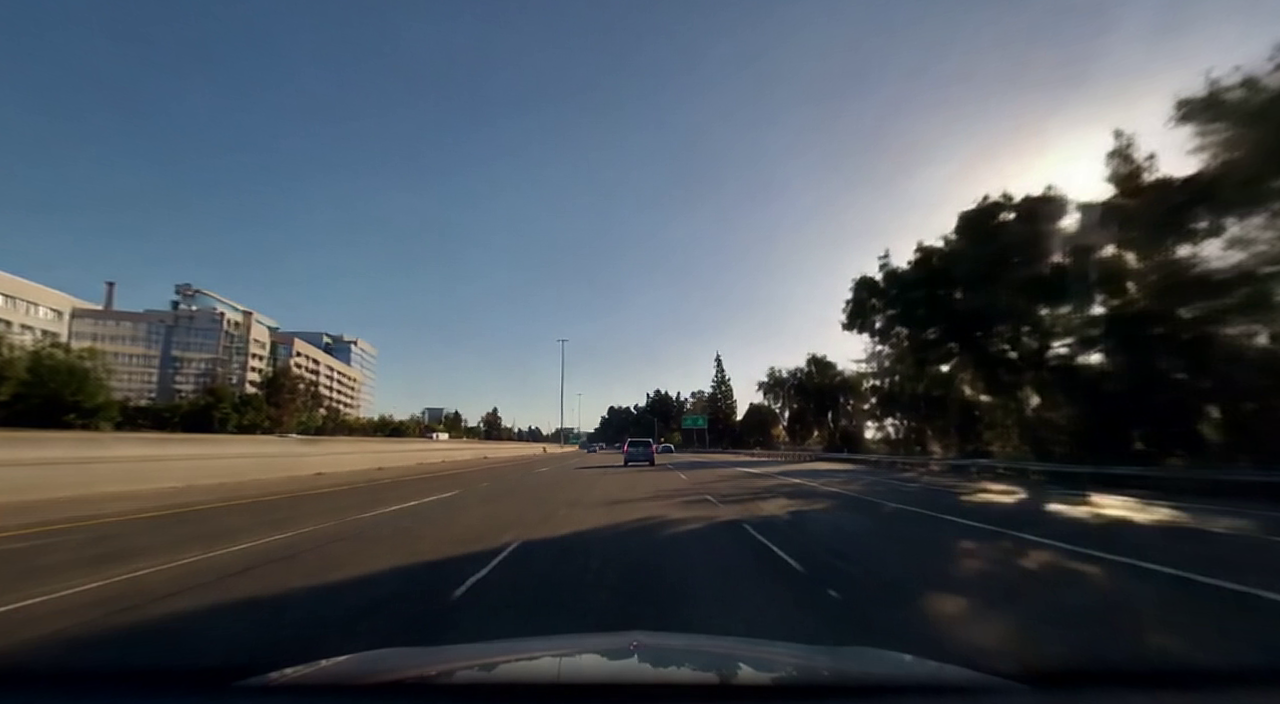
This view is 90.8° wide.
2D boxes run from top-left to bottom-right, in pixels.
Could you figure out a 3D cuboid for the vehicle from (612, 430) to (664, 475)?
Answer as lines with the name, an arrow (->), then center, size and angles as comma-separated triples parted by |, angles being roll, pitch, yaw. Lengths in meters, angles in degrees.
vehicle -> -0.095, 4.772, 30.204 | 2.269, 1.924, 4.596 | 0, -8, 0
